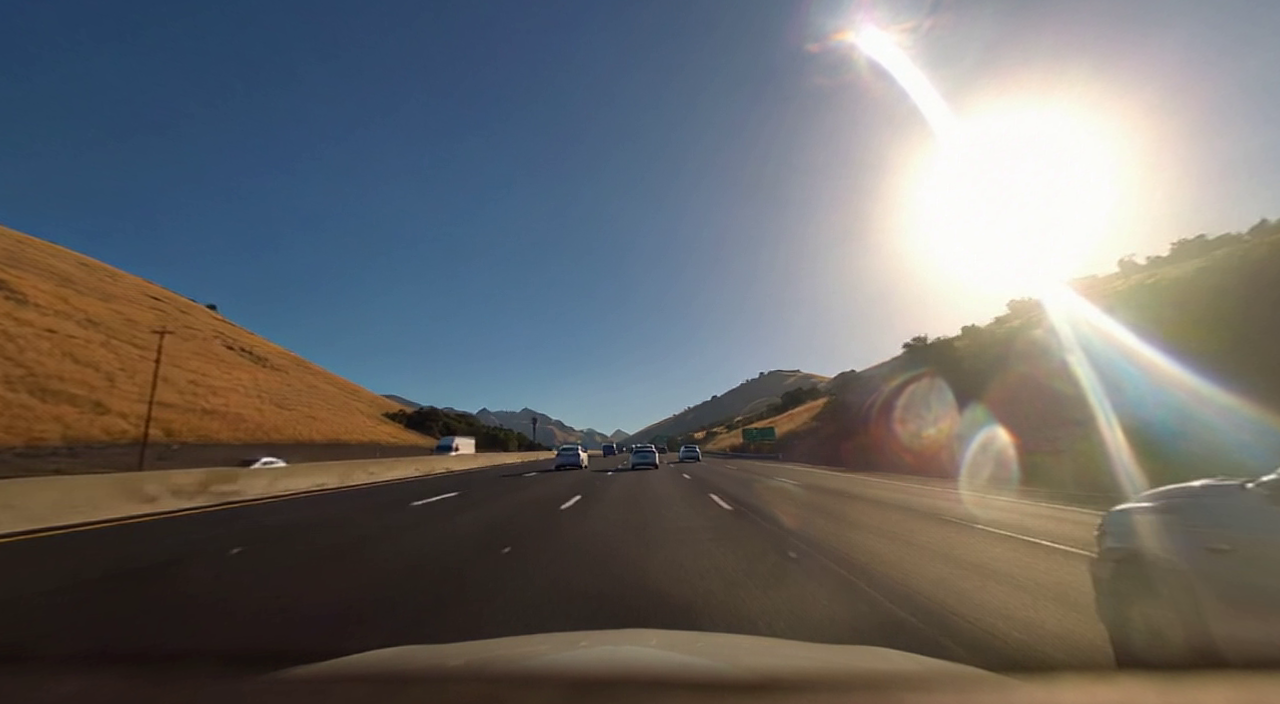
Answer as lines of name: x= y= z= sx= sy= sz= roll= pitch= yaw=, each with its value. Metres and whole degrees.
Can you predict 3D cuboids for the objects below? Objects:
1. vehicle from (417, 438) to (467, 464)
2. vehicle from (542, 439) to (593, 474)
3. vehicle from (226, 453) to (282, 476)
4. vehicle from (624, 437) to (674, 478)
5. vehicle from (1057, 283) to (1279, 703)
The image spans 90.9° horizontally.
vehicle: x=-12.260 y=6.165 z=39.326 sx=1.817 sy=1.525 sz=3.880 roll=0 pitch=-8 yaw=1
vehicle: x=-3.639 y=5.343 z=32.425 sx=2.076 sy=1.690 sz=4.113 roll=0 pitch=-8 yaw=1
vehicle: x=-23.522 y=6.864 z=38.534 sx=1.398 sy=1.273 sz=3.142 roll=0 pitch=-8 yaw=1
vehicle: x=0.390 y=4.707 z=28.417 sx=2.086 sy=1.685 sz=4.206 roll=0 pitch=-8 yaw=0
vehicle: x=4.134 y=0.468 z=1.201 sx=2.700 sy=1.980 sz=5.866 roll=0 pitch=-8 yaw=1
